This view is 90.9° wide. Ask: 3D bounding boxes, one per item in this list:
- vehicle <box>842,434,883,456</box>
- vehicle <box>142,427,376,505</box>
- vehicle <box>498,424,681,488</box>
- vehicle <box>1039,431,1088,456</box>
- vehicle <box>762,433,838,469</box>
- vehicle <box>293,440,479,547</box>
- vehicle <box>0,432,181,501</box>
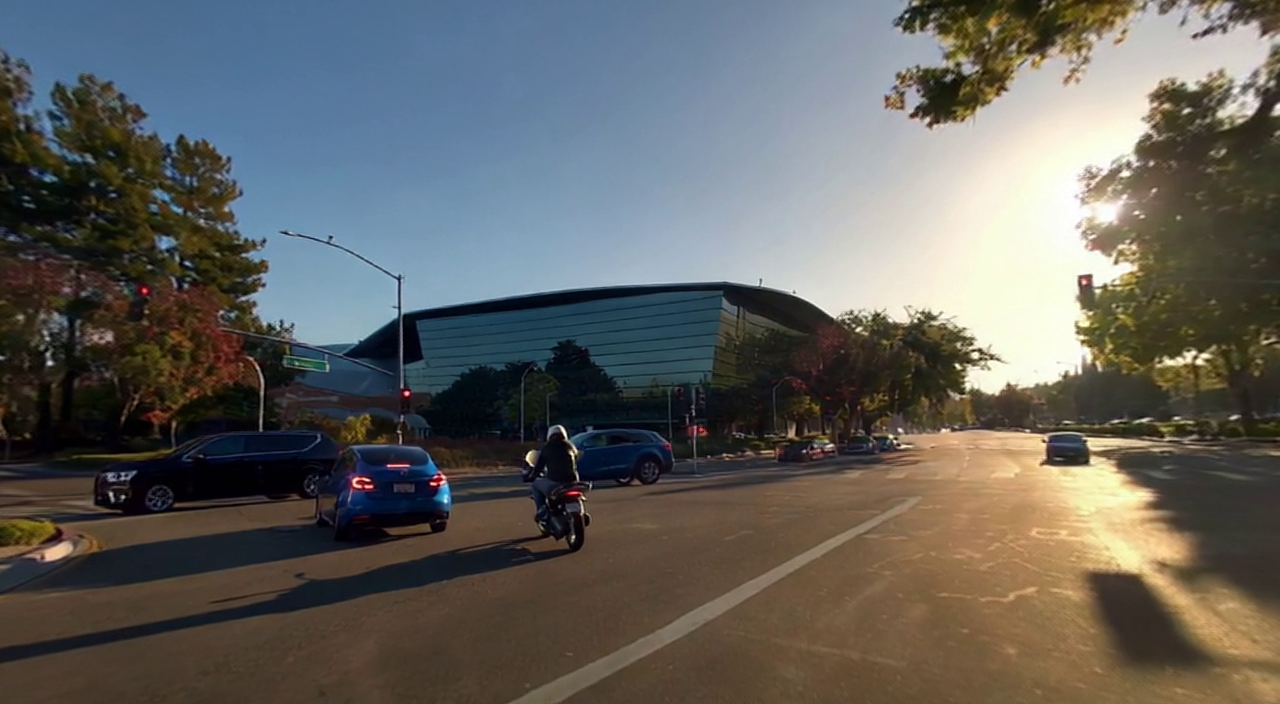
[{"bbox_3d":[16.356,6.836,46.320,2.024,1.543,4.028,-5,-9,30],"label":"vehicle"},{"bbox_3d":[-9.330,2.812,15.755,4.583,1.755,1.936,-1,-8,2],"label":"vehicle"},{"bbox_3d":[-1.700,3.545,21.879,5.833,1.960,2.341,4,-9,-27],"label":"vehicle"},{"bbox_3d":[26.266,5.681,39.251,1.872,1.467,4.385,-4,-9,26],"label":"vehicle"},{"bbox_3d":[8.100,4.912,31.621,2.084,1.656,4.583,-6,-10,35],"label":"vehicle"},{"bbox_3d":[-4.595,2.288,11.034,2.009,1.450,4.182,5,-10,-35],"label":"vehicle"},{"bbox_3d":[-15.599,3.129,17.465,4.380,1.727,2.052,-2,-8,10],"label":"vehicle"}]
